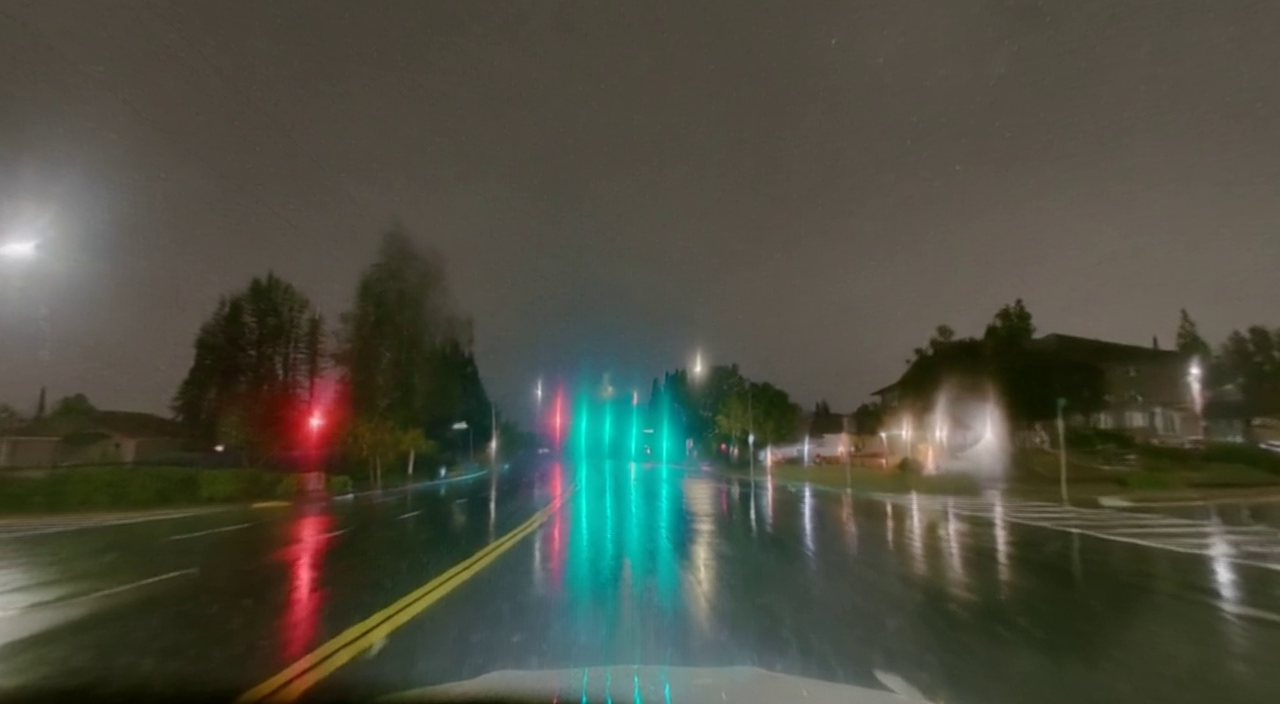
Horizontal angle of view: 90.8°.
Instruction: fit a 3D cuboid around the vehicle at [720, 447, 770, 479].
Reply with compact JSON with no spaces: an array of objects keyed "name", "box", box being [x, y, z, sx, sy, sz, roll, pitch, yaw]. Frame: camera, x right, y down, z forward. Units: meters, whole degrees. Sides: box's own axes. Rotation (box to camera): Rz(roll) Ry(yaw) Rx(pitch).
[{"name":"vehicle","box":[5.989,6.410,36.686,2.024,1.710,4.525,0,-9,-1]}]
